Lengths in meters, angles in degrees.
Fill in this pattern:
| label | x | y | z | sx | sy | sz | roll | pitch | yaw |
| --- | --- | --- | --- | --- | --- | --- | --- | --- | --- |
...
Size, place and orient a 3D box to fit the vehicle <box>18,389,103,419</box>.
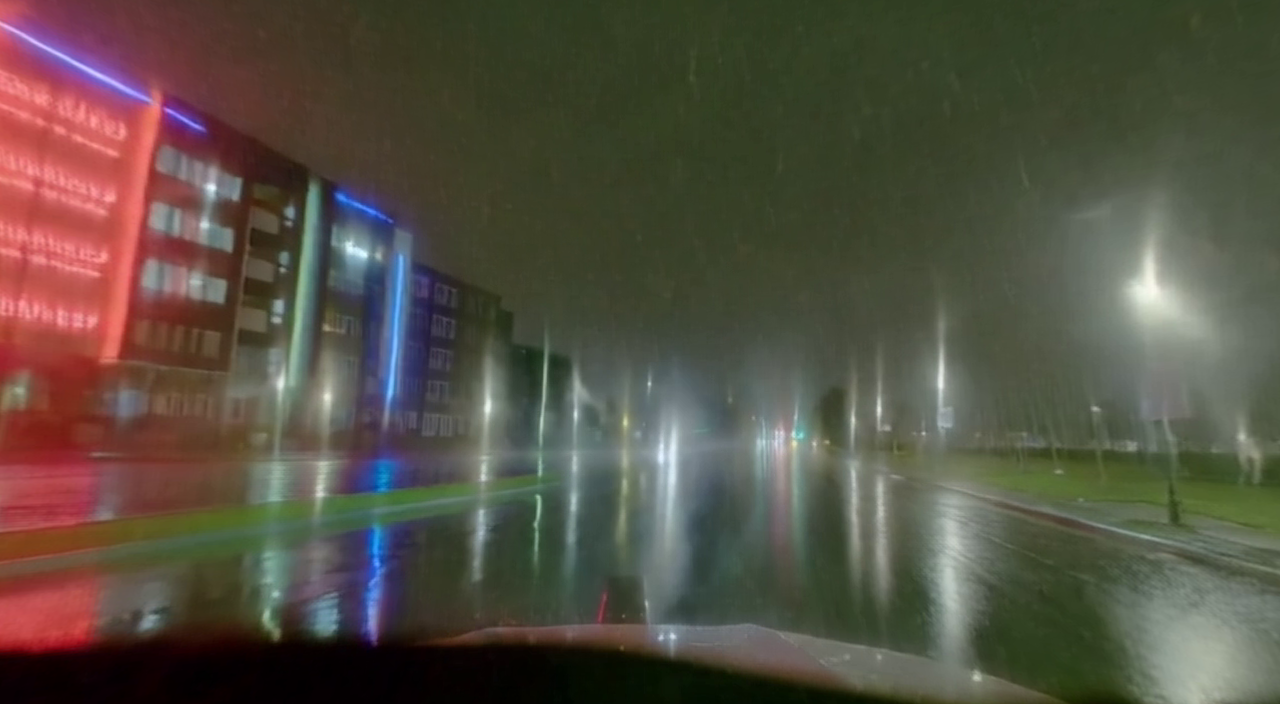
| label | x | y | z | sx | sy | sz | roll | pitch | yaw |
| --- | --- | --- | --- | --- | --- | --- | --- | --- | --- |
| vehicle | -38.821 | 3.519 | 42.081 | 4.080 | 1.657 | 1.859 | 1 | -12 | 12 |
